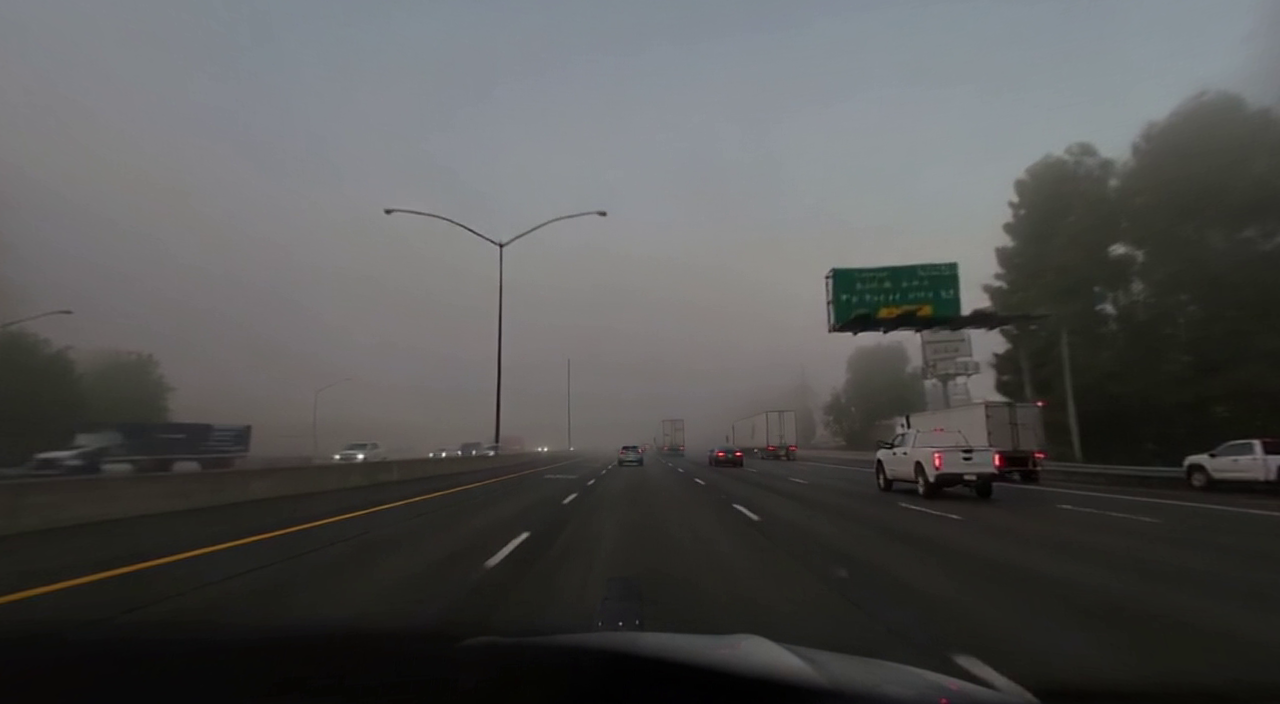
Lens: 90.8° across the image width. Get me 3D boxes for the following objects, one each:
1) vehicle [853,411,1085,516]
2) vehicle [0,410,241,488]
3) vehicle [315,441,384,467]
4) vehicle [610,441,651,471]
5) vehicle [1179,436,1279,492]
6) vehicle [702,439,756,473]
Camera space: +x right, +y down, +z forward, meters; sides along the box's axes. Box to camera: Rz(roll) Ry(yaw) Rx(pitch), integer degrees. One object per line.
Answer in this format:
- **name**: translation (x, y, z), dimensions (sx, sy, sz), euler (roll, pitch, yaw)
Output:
- **vehicle**: translation (7.334, 2.595, 15.112), dimensions (2.369, 2.007, 5.700), euler (0, -9, -1)
- **vehicle**: translation (-24.335, 4.634, 30.235), dimensions (2.991, 2.997, 11.562), euler (0, -9, 0)
- **vehicle**: translation (-20.379, 7.178, 44.608), dimensions (2.104, 1.695, 5.702), euler (0, -9, 0)
- **vehicle**: translation (-0.509, 5.799, 35.329), dimensions (2.163, 1.551, 4.180), euler (0, -9, 0)
- **vehicle**: translation (22.654, 3.922, 22.290), dimensions (2.150, 1.866, 5.885), euler (0, -9, 2)
- **vehicle**: translation (4.525, 5.387, 32.861), dimensions (2.154, 1.658, 4.347), euler (0, -9, 0)
